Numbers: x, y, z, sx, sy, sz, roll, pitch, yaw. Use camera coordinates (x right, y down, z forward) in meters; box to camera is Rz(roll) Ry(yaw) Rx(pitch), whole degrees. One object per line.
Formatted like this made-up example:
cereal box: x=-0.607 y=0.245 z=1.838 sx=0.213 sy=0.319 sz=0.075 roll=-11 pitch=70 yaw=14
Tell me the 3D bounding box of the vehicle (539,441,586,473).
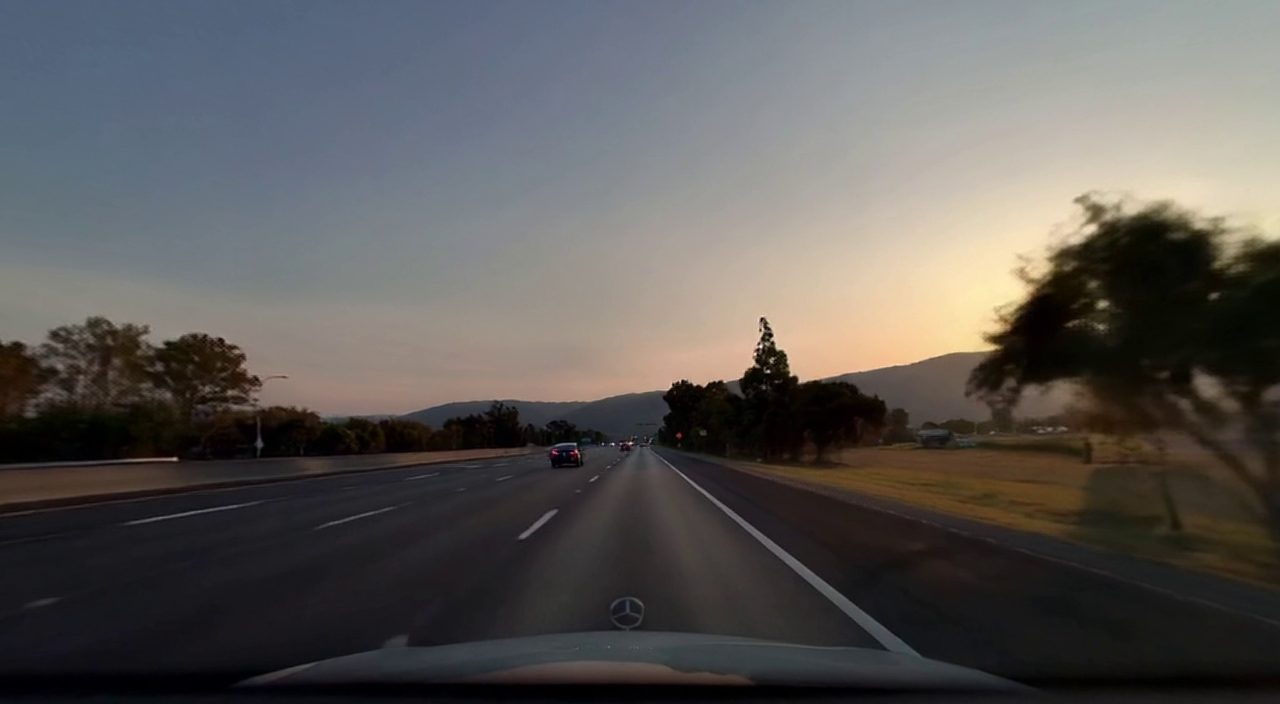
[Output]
vehicle: x=-3.790 y=5.197 z=31.569 sx=1.786 sy=1.488 sz=4.023 roll=0 pitch=-8 yaw=1
